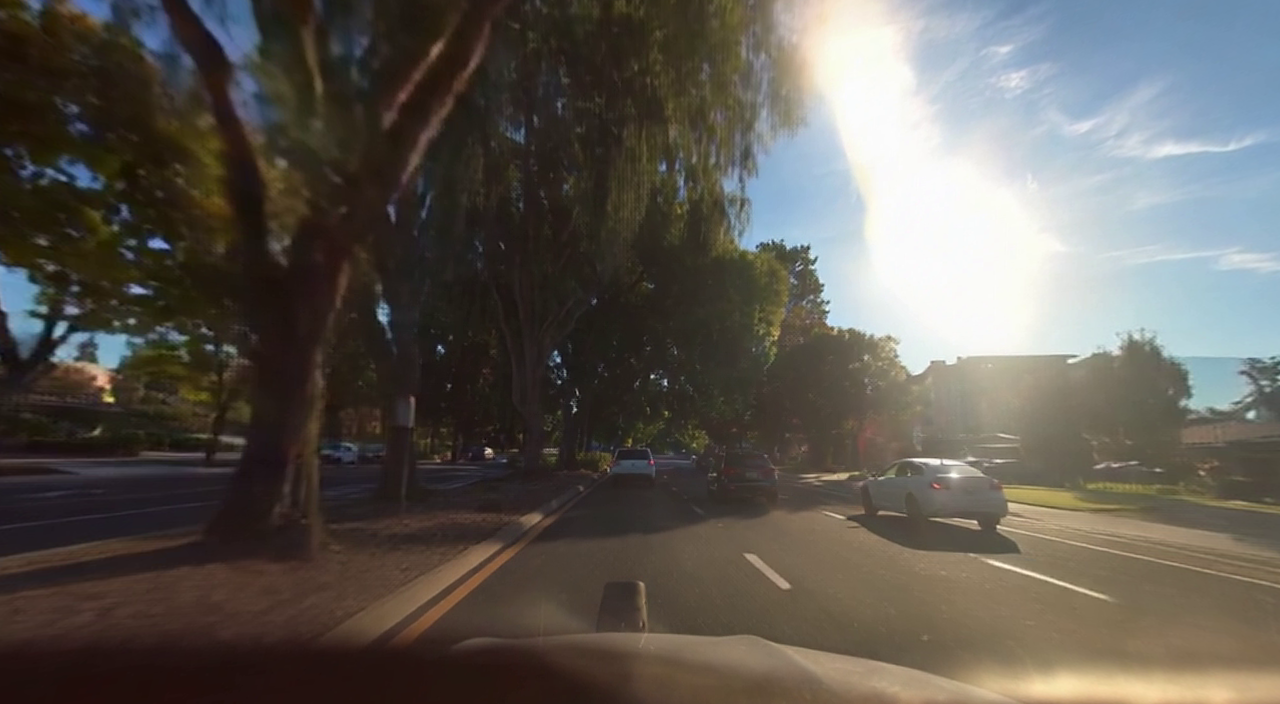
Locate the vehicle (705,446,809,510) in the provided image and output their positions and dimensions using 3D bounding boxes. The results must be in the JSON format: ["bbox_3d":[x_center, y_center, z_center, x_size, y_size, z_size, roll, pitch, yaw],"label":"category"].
[{"bbox_3d":[3.002,3.325,17.114,1.932,1.510,4.168,0,-9,-1],"label":"vehicle"}]

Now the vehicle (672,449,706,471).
[{"bbox_3d":[3.417,7.624,44.659,2.012,1.462,4.163,0,-9,-1],"label":"vehicle"}]

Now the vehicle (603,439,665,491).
[{"bbox_3d":[-0.207,4.007,22.615,2.008,1.674,4.239,0,-9,0],"label":"vehicle"}]

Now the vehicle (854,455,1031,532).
[{"bbox_3d":[6.712,3.150,14.579,1.944,1.458,4.268,0,-9,0],"label":"vehicle"}]

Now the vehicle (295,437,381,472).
[{"bbox_3d":[-15.746,5.368,33.050,2.100,1.708,4.567,0,-9,2],"label":"vehicle"}]
